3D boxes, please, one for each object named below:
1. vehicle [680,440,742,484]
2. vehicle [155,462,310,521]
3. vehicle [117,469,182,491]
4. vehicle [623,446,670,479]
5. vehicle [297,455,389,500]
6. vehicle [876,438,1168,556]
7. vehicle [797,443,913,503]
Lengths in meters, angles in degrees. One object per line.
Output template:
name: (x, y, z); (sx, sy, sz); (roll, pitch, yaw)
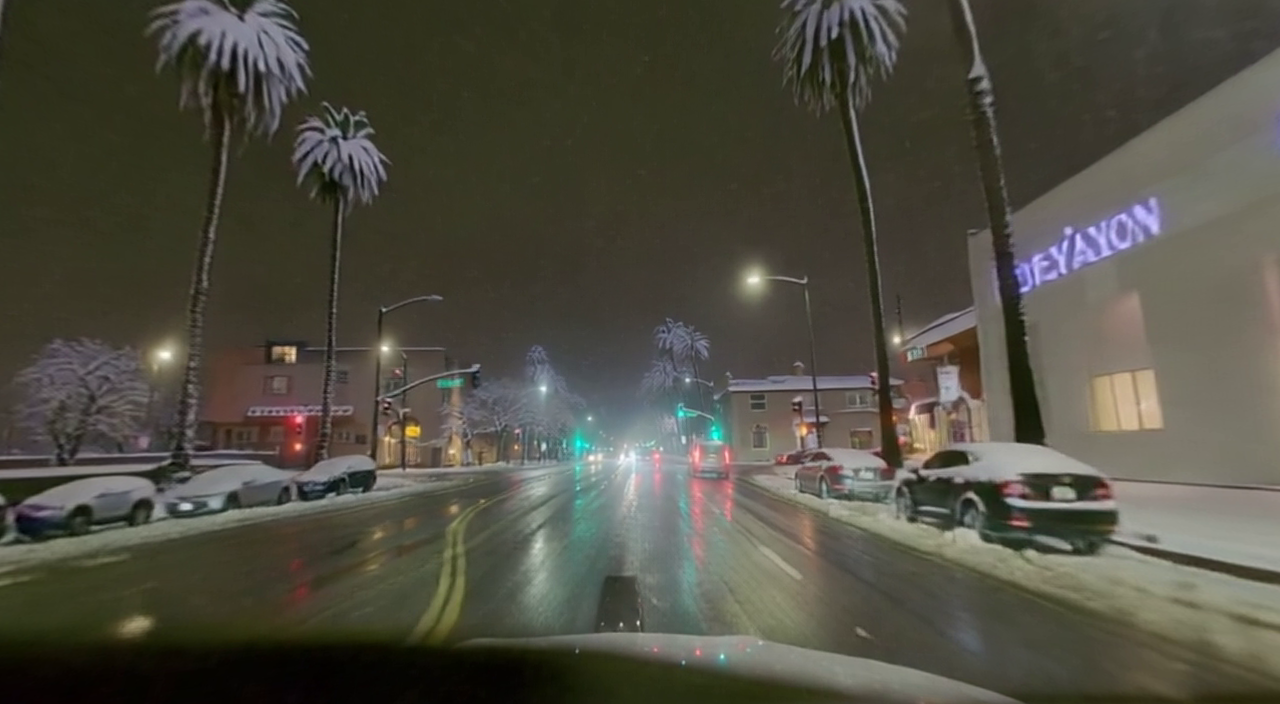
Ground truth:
vehicle: (2.927, 4.621, 26.925); (2.003, 1.702, 4.288); (0, -8, -2)
vehicle: (-12.339, 4.251, 19.544); (1.978, 1.501, 4.355); (-3, -11, -2)
vehicle: (-36.262, 9.491, 46.751); (3.505, 1.276, 1.652); (2, -6, 6)
vehicle: (0.258, 5.240, 30.205); (2.088, 1.452, 3.993); (0, -8, 0)
vehicle: (-12.525, 5.358, 26.956); (1.949, 1.682, 4.094); (-2, -11, 0)
vehicle: (6.365, 2.426, 11.475); (2.174, 1.643, 4.860); (0, -8, -1)
vehicle: (6.519, 3.685, 19.758); (2.157, 1.640, 4.228); (0, -8, 0)
